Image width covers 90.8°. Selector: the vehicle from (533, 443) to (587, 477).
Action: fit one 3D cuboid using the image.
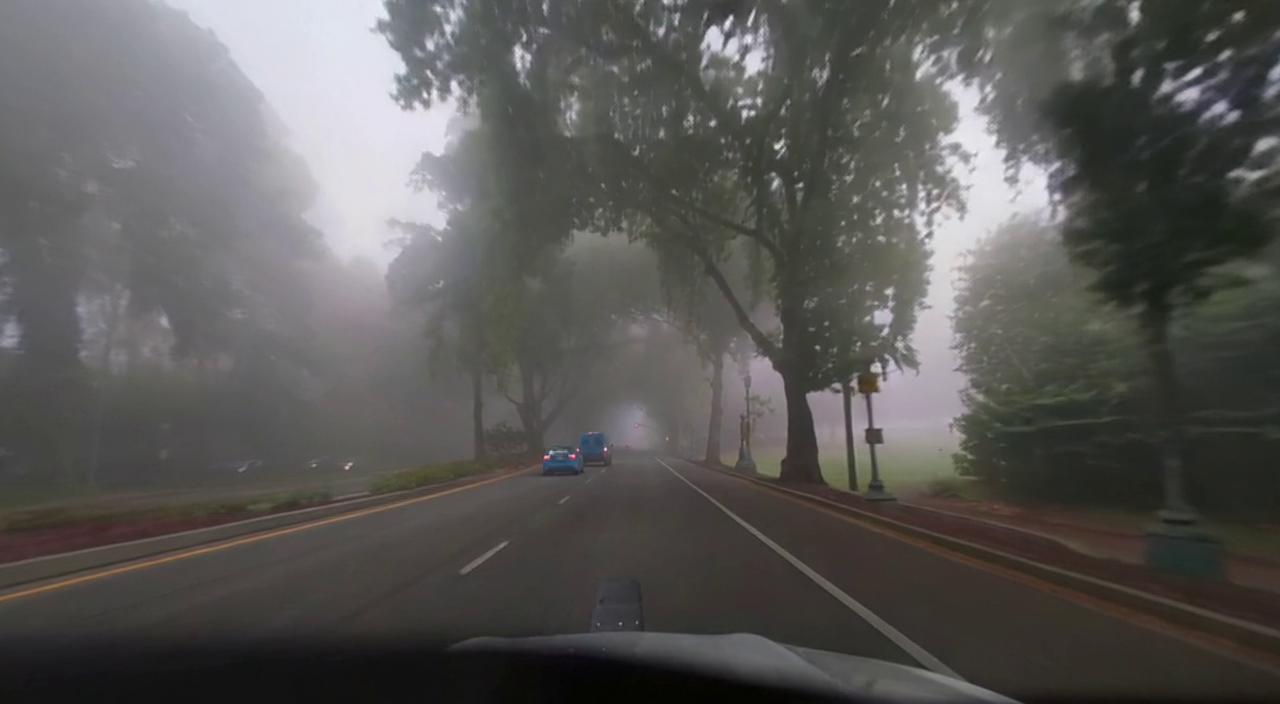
[{"bbox_3d":[-3.597,4.959,29.241,2.009,1.473,4.028,0,-9,0],"label":"vehicle"}]
